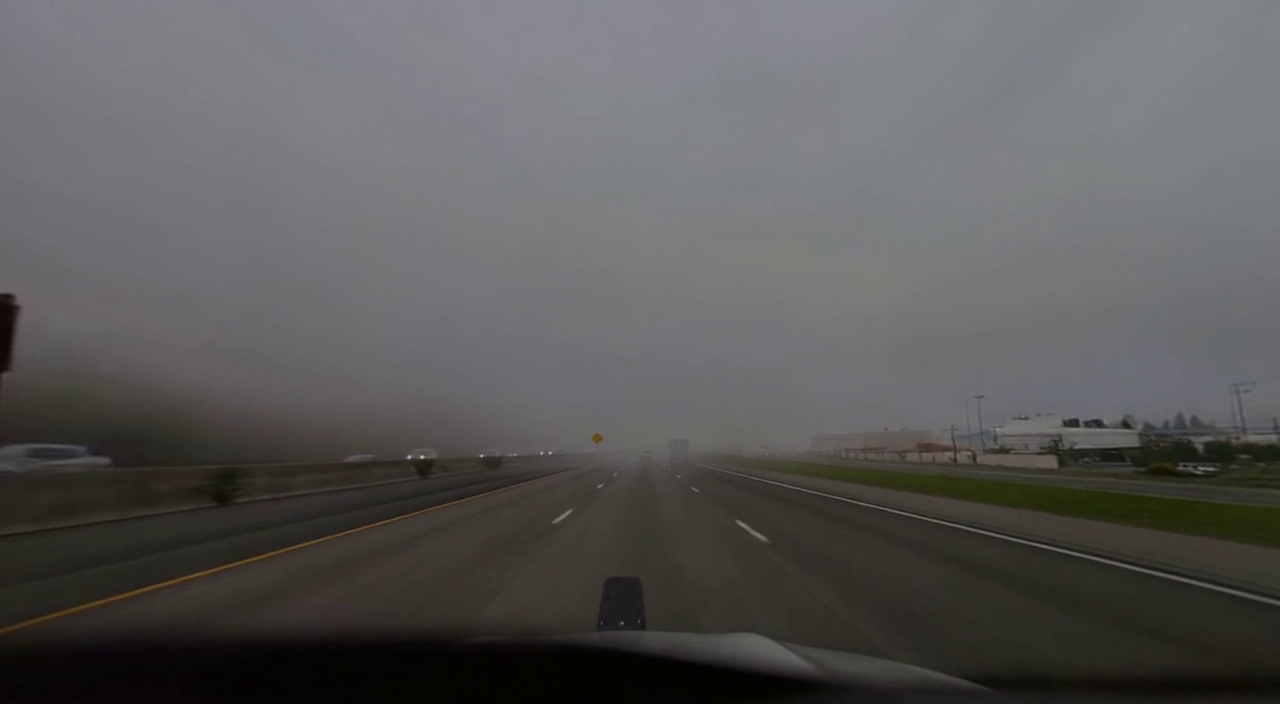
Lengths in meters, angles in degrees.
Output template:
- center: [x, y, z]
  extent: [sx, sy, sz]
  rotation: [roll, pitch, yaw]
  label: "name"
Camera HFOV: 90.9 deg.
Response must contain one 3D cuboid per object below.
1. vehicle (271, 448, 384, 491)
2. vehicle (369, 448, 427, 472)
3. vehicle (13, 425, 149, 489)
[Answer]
- center: [-11.364, 4.286, 23.336]
  extent: [1.894, 1.437, 4.443]
  rotation: [0, -9, 0]
  label: "vehicle"
- center: [-16.064, 7.191, 42.145]
  extent: [1.903, 1.504, 4.720]
  rotation: [-1, -9, 1]
  label: "vehicle"
- center: [-20.212, 3.808, 22.993]
  extent: [1.890, 2.116, 3.173]
  rotation: [0, -9, 1]
  label: "vehicle"
